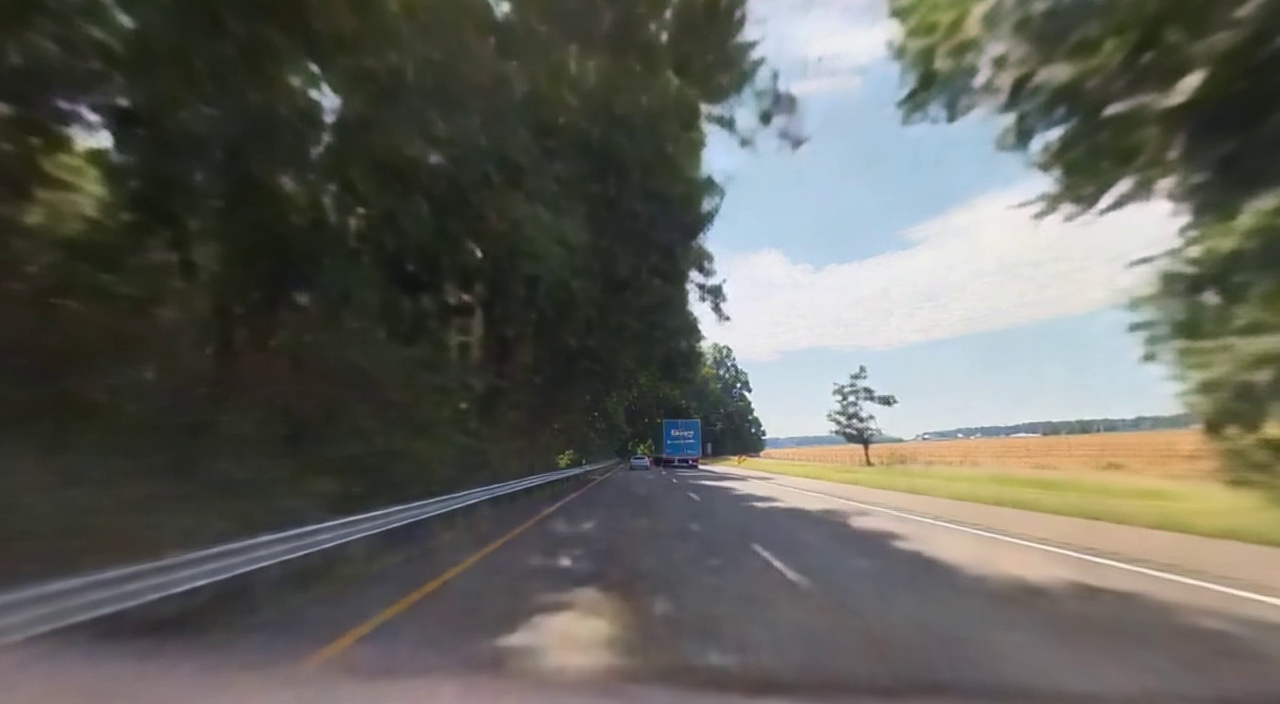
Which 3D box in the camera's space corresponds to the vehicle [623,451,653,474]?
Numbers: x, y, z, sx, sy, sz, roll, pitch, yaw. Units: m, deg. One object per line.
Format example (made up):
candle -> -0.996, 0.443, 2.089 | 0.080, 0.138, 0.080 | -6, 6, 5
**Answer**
vehicle -> -0.124, 7.788, 44.674 | 2.057, 1.528, 3.958 | -1, -9, 0
